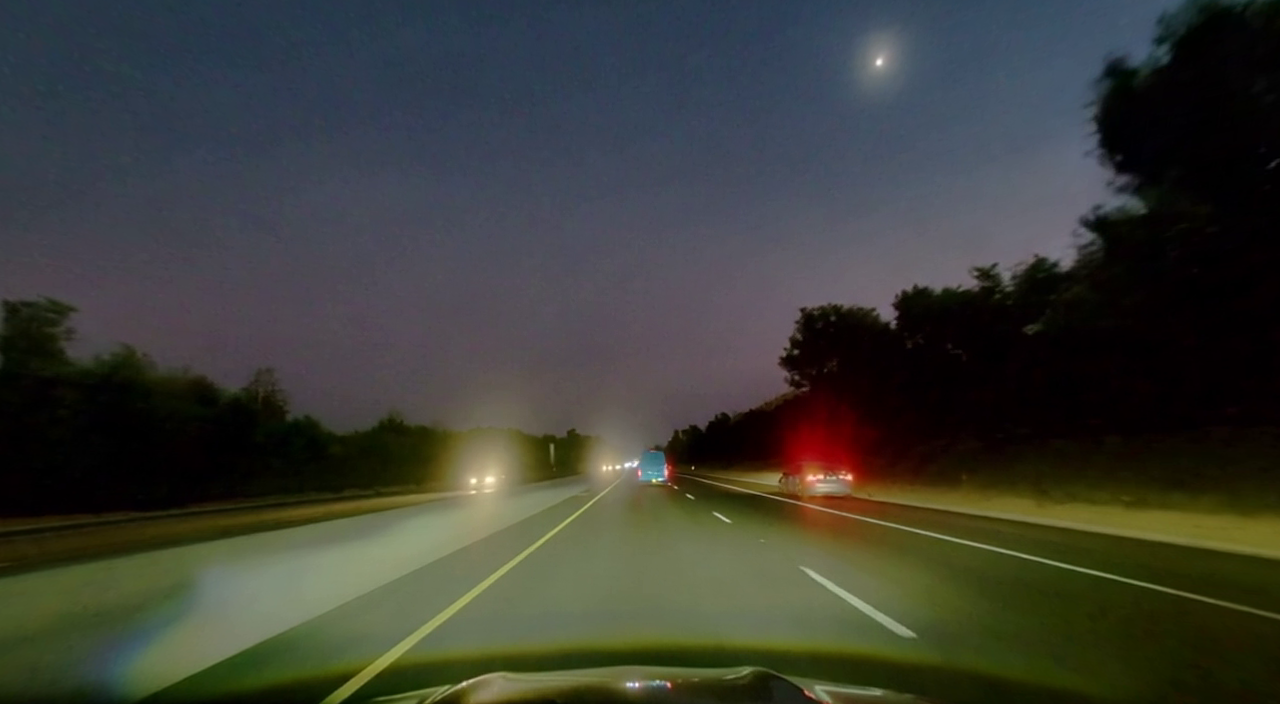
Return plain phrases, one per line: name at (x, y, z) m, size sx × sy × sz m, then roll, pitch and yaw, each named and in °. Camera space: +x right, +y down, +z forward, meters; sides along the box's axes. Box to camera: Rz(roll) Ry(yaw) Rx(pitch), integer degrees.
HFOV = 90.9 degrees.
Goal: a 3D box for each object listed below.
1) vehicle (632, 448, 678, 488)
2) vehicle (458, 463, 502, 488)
vehicle at (0.802, 6.792, 36.843) m, size 2.429 × 2.167 × 4.558 m, roll 1°, pitch -11°, yaw -2°
vehicle at (-11.923, 9.217, 47.260) m, size 2.023 × 1.743 × 4.528 m, roll 1°, pitch -11°, yaw 0°
